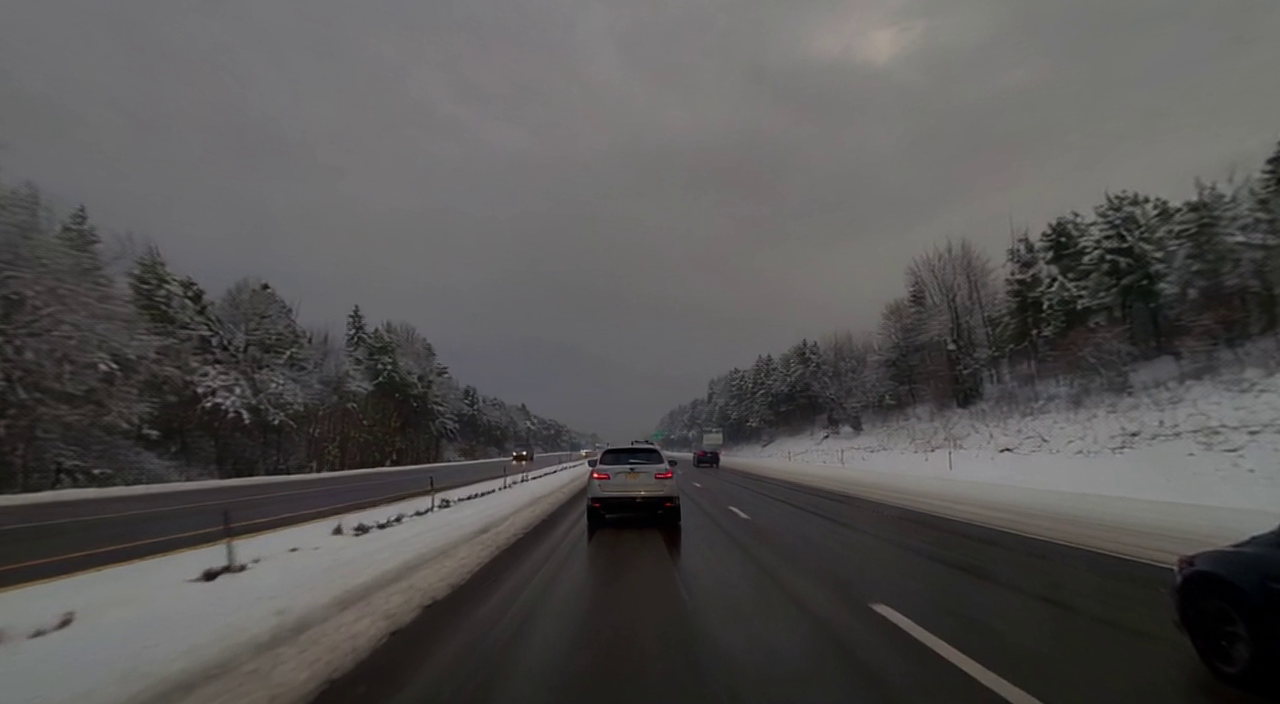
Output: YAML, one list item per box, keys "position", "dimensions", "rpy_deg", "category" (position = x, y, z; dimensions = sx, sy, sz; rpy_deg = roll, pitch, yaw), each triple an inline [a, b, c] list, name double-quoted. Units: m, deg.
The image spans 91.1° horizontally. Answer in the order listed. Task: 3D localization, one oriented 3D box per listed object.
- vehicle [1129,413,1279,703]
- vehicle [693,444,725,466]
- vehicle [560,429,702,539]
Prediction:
- position: [3.992, 0.819, 1.790]
  dimensions: [1.937, 1.422, 4.057]
  rpy_deg: [-1, -9, 1]
  category: "vehicle"
- position: [5.178, 7.766, 47.503]
  dimensions: [1.931, 1.516, 3.995]
  rpy_deg: [0, -9, 0]
  category: "vehicle"
- position: [-0.141, 2.228, 11.153]
  dimensions: [2.088, 1.580, 3.657]
  rpy_deg: [0, -9, 0]
  category: "vehicle"
